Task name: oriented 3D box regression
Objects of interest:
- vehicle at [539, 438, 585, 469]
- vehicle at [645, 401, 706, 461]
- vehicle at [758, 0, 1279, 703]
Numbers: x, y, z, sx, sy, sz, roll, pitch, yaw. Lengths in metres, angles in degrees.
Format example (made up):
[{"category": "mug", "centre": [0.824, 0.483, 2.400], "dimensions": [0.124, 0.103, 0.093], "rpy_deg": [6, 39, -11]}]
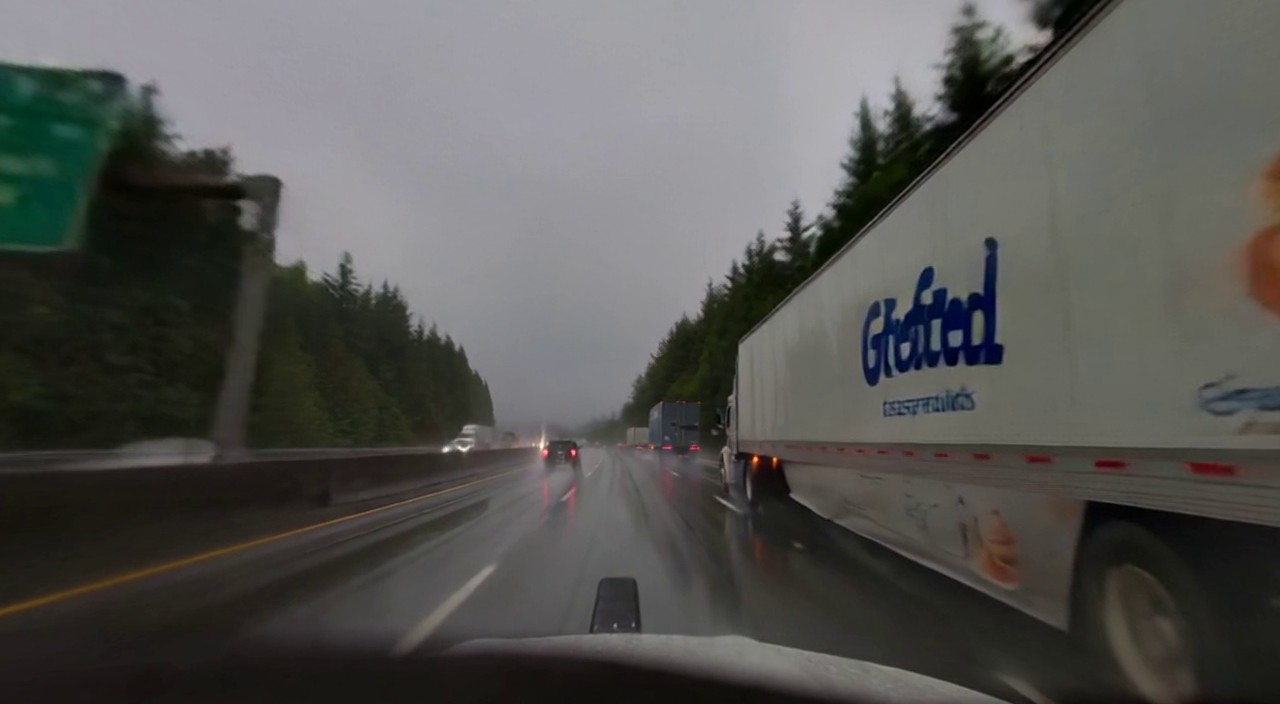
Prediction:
[{"category": "vehicle", "centre": [-4.408, 5.800, 36.196], "dimensions": [2.206, 1.644, 4.027], "rpy_deg": [0, -8, -2]}, {"category": "vehicle", "centre": [2.411, 6.288, 48.997], "dimensions": [3.116, 3.992, 13.748], "rpy_deg": [0, -8, -3]}, {"category": "vehicle", "centre": [3.830, 0.002, 4.785], "dimensions": [2.948, 4.045, 13.051], "rpy_deg": [0, -8, -2]}]
